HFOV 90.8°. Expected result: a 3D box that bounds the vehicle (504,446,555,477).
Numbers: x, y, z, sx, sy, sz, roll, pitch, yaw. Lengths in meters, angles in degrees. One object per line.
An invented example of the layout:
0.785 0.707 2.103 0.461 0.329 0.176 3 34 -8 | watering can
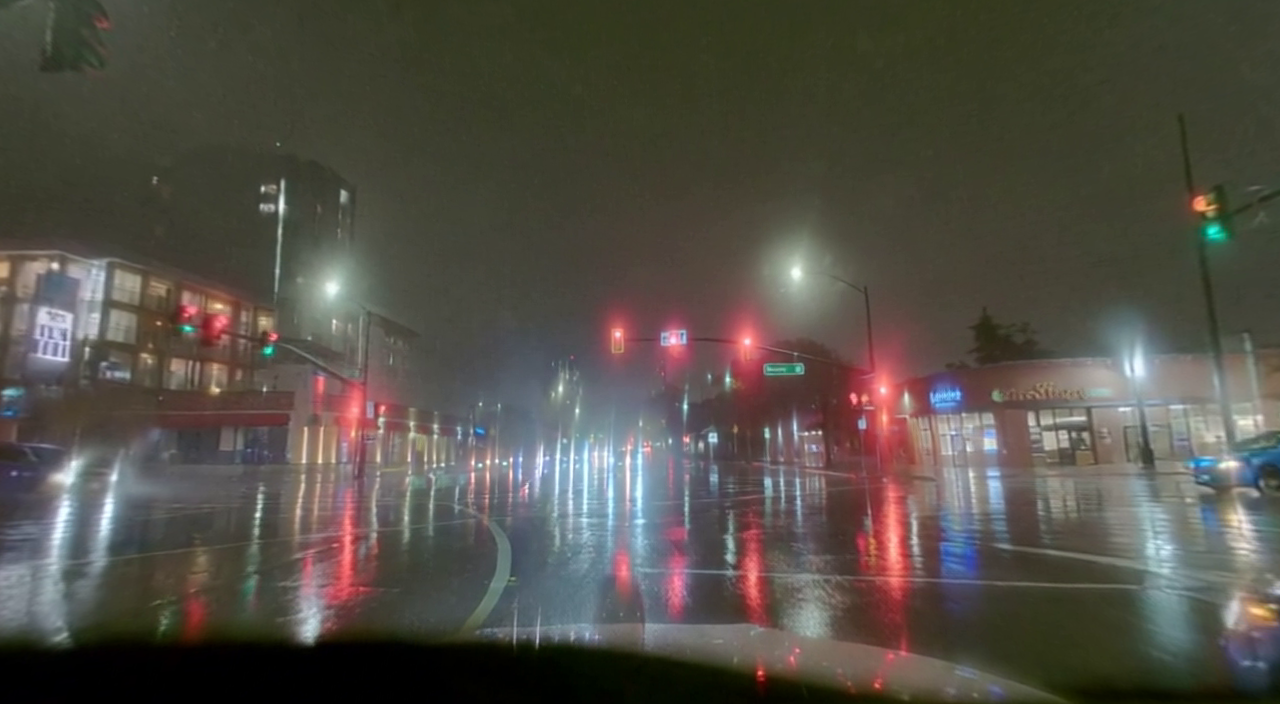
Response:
-6.622 6.607 38.374 2.181 1.703 4.512 0 -9 2 | vehicle

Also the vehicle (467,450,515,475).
-9.670 7.214 41.301 2.106 1.505 4.228 0 -9 0 | vehicle

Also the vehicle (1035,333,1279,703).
3.208 0.646 1.250 2.049 1.691 4.447 0 -9 2 | vehicle

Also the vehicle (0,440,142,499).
-21.043 4.128 22.459 5.161 1.910 2.275 -2 -9 11 | vehicle
